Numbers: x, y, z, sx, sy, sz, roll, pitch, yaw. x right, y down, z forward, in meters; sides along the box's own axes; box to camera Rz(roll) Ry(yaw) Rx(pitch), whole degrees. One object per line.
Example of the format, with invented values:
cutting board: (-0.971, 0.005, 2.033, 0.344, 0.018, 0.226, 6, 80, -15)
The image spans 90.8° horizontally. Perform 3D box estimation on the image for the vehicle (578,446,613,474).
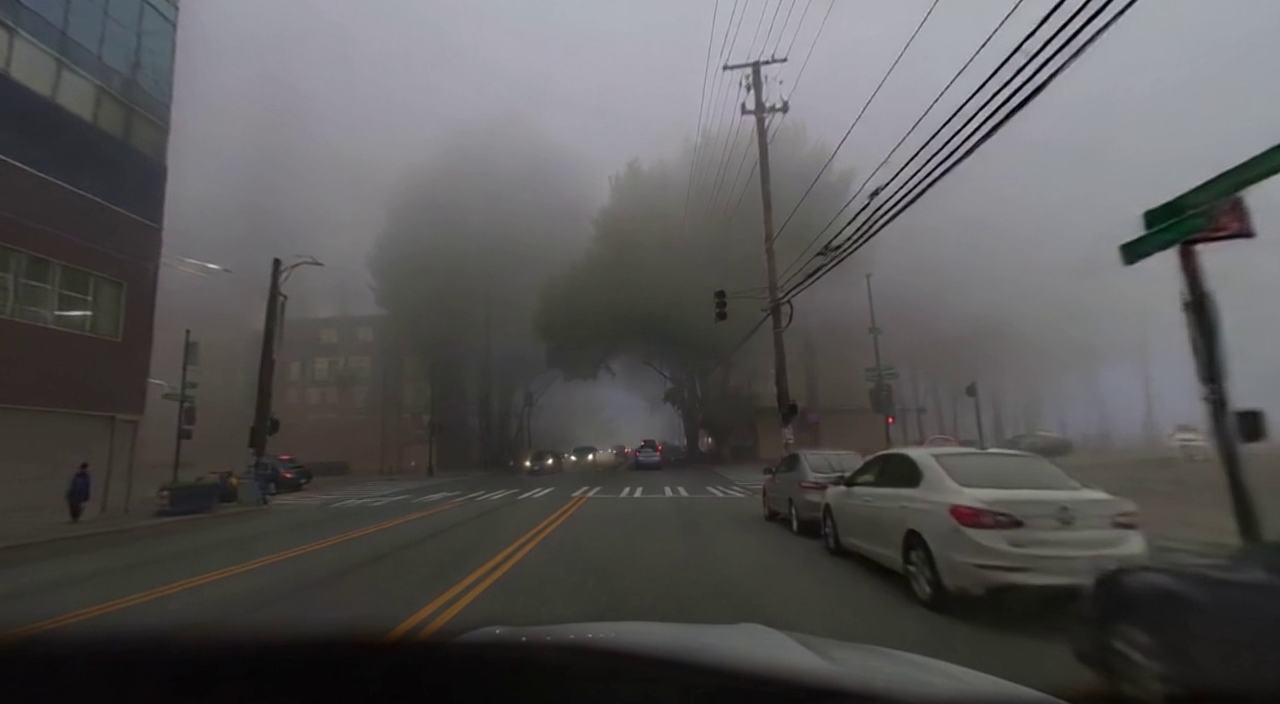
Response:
vehicle: (-2.839, 6.951, 41.005, 2.026, 1.616, 4.109, 1, -8, -1)

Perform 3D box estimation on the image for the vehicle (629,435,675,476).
vehicle: (0.628, 5.192, 31.774, 2.127, 1.893, 4.194, 0, -9, 2)

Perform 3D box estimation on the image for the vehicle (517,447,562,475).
vehicle: (-6.115, 6.686, 39.018, 2.089, 1.578, 4.571, 0, -9, -1)

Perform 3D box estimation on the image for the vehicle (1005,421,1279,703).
vehicle: (3.319, 0.907, 1.692, 2.018, 1.474, 4.524, 0, -9, 1)

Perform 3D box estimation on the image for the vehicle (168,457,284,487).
vehicle: (-20.904, 6.068, 32.040, 4.477, 1.439, 1.966, 0, -9, 1)
